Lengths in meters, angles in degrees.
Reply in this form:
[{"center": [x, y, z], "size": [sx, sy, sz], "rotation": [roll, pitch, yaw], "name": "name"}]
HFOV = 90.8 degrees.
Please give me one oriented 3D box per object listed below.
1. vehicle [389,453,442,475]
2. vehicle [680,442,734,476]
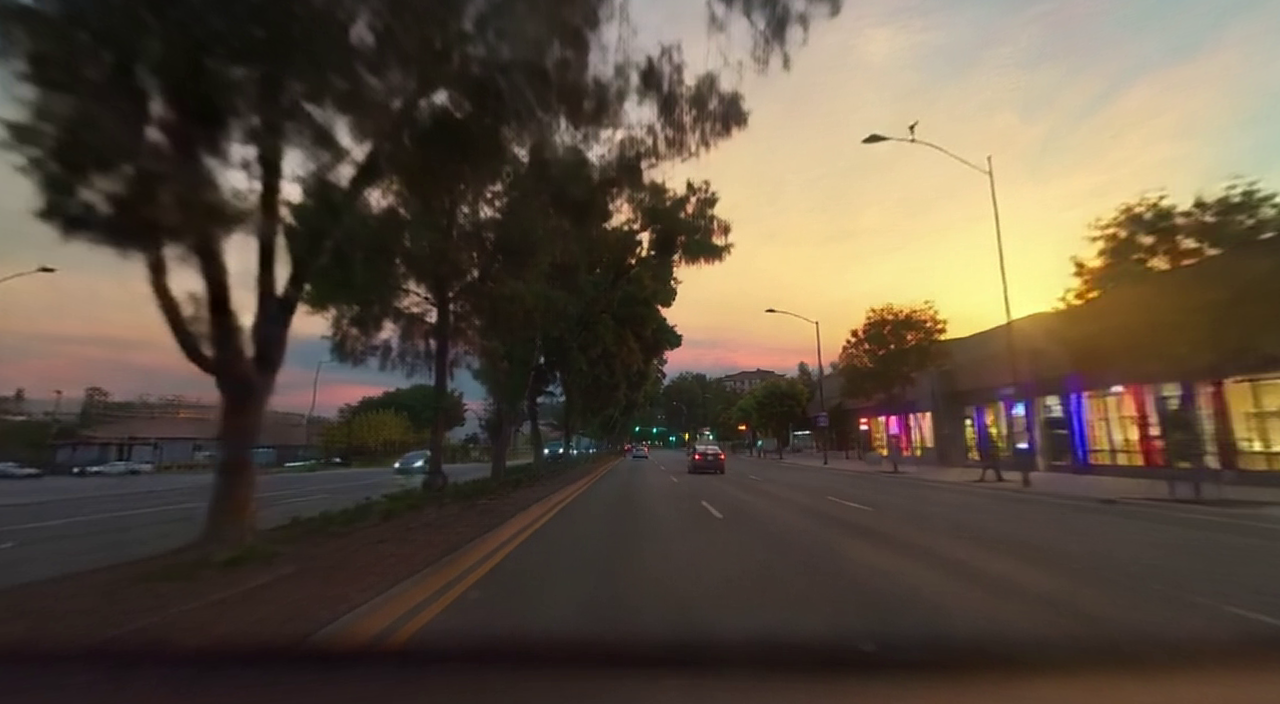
[{"center": [-15.513, 7.743, 43.852], "size": [2.000, 1.452, 4.469], "rotation": [0, -9, 1], "name": "vehicle"}, {"center": [3.085, 5.067, 30.098], "size": [1.983, 1.482, 4.463], "rotation": [0, -9, -1], "name": "vehicle"}]
